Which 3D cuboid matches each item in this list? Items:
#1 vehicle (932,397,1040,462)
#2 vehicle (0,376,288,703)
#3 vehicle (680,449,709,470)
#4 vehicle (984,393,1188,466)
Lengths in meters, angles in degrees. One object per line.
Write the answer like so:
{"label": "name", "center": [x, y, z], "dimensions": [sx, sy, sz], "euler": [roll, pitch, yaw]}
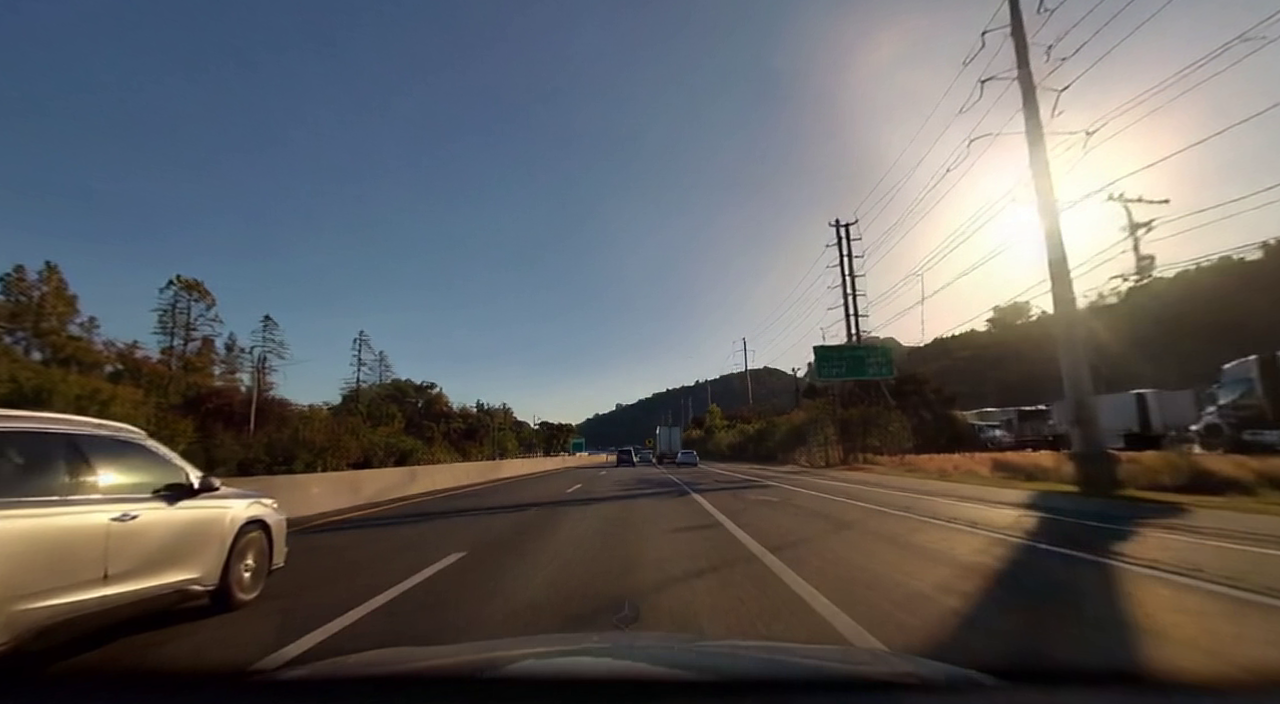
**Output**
{"label": "vehicle", "center": [23.424, 5.407, 43.252], "dimensions": [2.871, 3.908, 7.556], "euler": [-3, -9, 1]}
{"label": "vehicle", "center": [-4.234, 1.018, 3.355], "dimensions": [2.018, 1.710, 4.649], "euler": [0, -9, 0]}
{"label": "vehicle", "center": [4.011, 7.981, 46.895], "dimensions": [1.779, 1.512, 3.517], "euler": [0, -9, 0]}
{"label": "vehicle", "center": [32.226, 6.000, 47.417], "dimensions": [3.127, 4.337, 16.355], "euler": [-3, -8, -1]}
